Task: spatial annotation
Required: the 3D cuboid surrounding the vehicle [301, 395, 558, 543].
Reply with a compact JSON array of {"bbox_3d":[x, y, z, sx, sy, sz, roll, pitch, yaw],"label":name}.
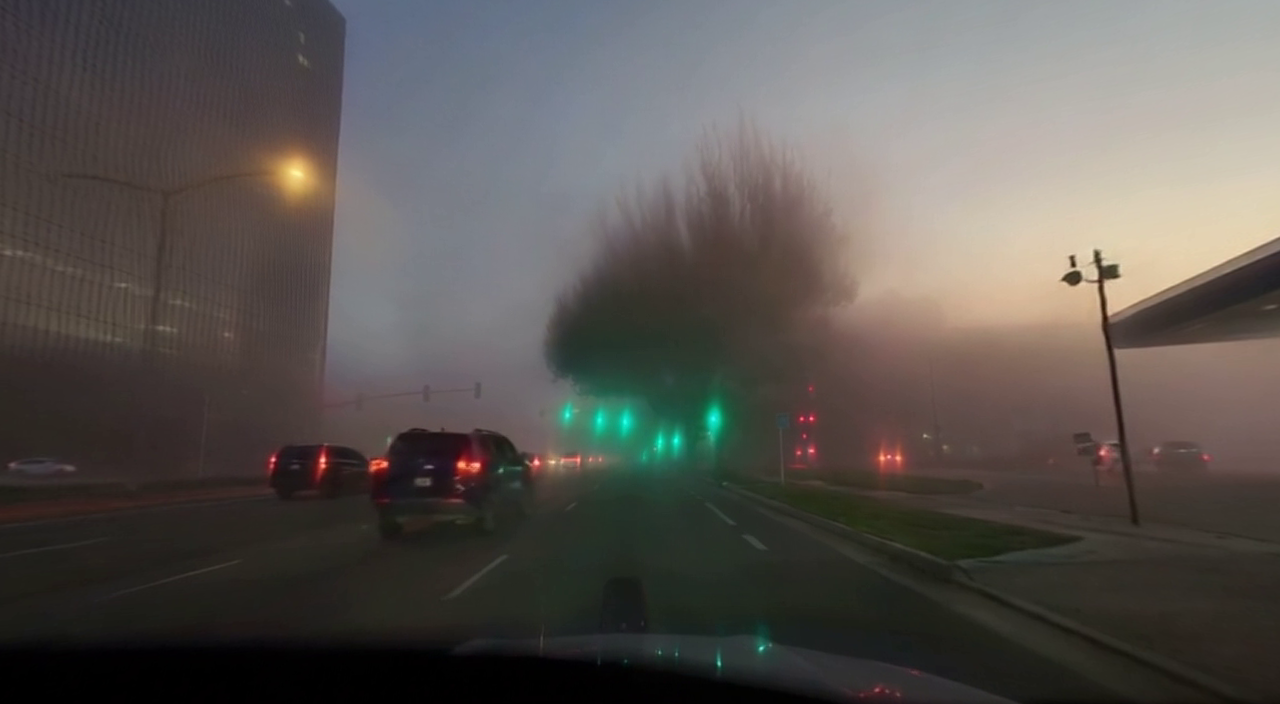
[{"bbox_3d":[-3.420,2.155,12.225,2.602,2.091,6.347,0,-9,2],"label":"vehicle"}]
